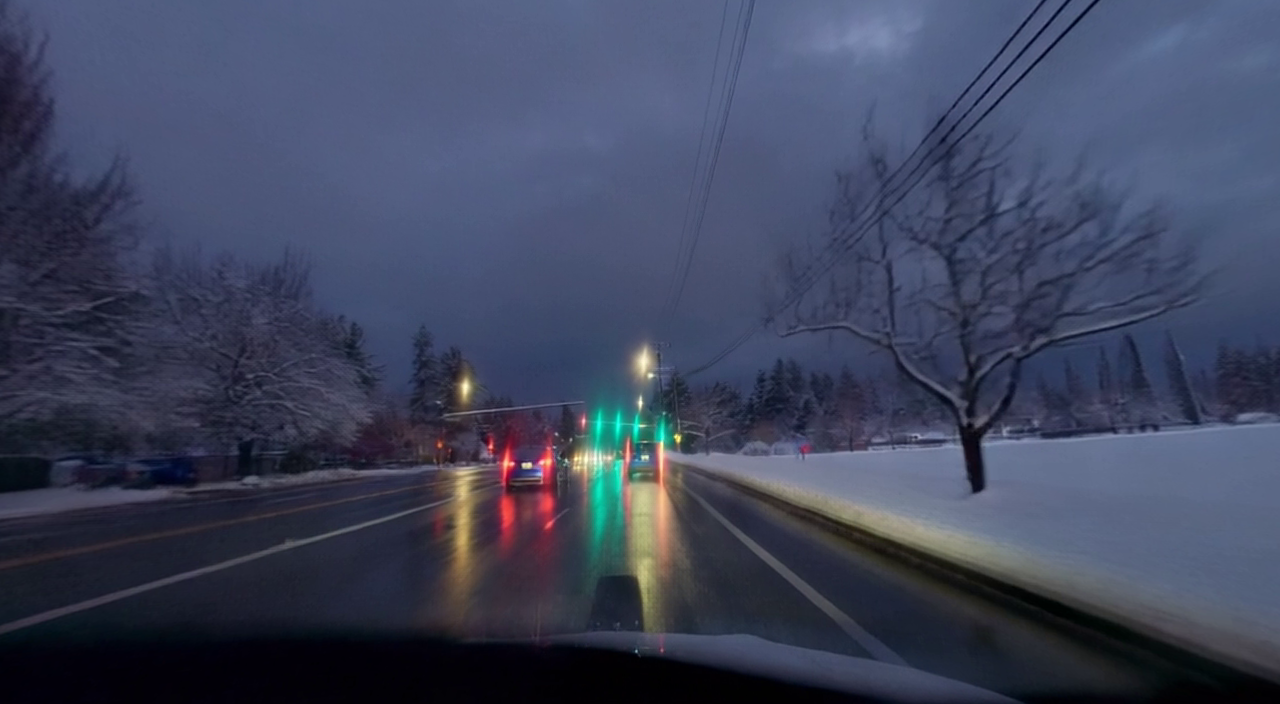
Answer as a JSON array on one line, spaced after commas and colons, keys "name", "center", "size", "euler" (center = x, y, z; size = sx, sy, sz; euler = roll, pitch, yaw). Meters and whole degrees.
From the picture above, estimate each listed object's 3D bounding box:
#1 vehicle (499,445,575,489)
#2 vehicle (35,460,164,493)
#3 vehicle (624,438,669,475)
[{"name": "vehicle", "center": [-3.612, 4.113, 22.934], "size": [2.036, 1.447, 4.044], "euler": [0, -8, 1]}, {"name": "vehicle", "center": [-25.345, 5.834, 29.651], "size": [4.182, 1.444, 1.884], "euler": [1, -8, -5]}, {"name": "vehicle", "center": [0.271, 5.474, 33.173], "size": [2.215, 1.799, 4.426], "euler": [0, -8, -1]}]
